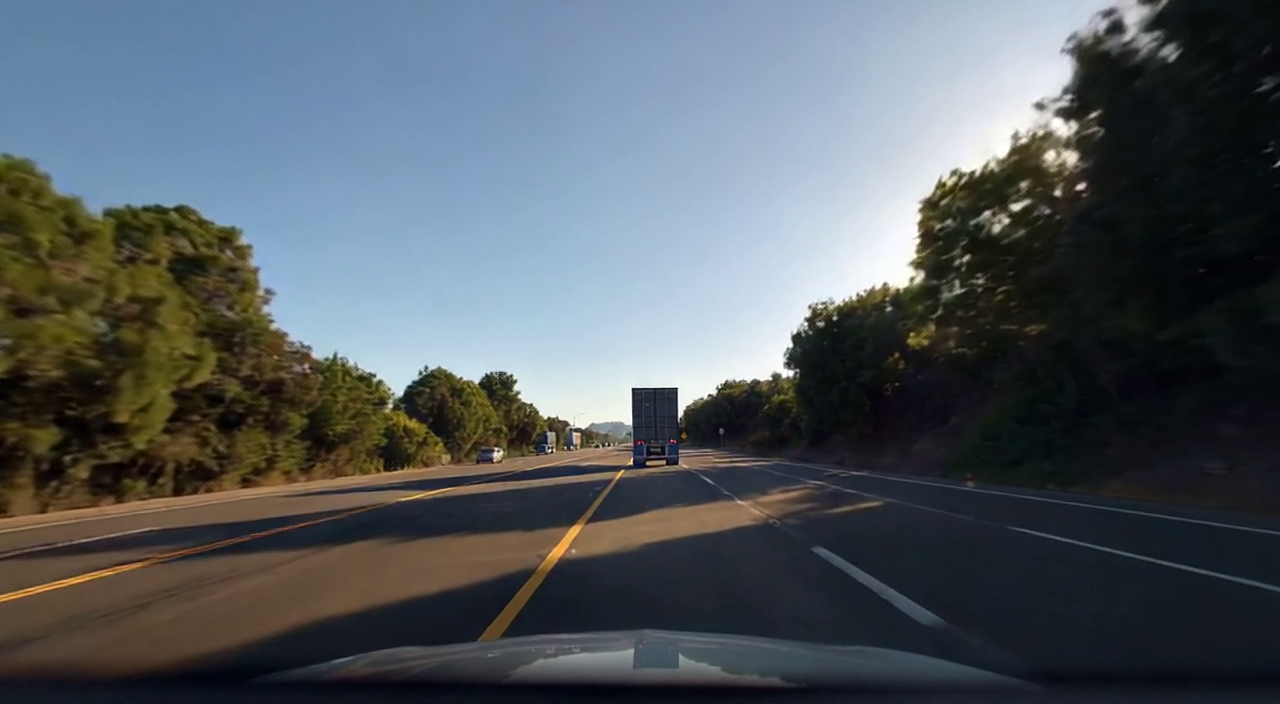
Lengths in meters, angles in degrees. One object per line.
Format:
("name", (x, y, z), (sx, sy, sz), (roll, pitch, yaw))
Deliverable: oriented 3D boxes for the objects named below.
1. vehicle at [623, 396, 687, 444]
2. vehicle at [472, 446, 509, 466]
("vehicle", (0.573, 3.019, 27.068), (2.509, 1.890, 4.732), (0, -8, 0))
("vehicle", (-11.663, 8.109, 49.227), (1.761, 1.520, 4.276), (0, -8, 2))
